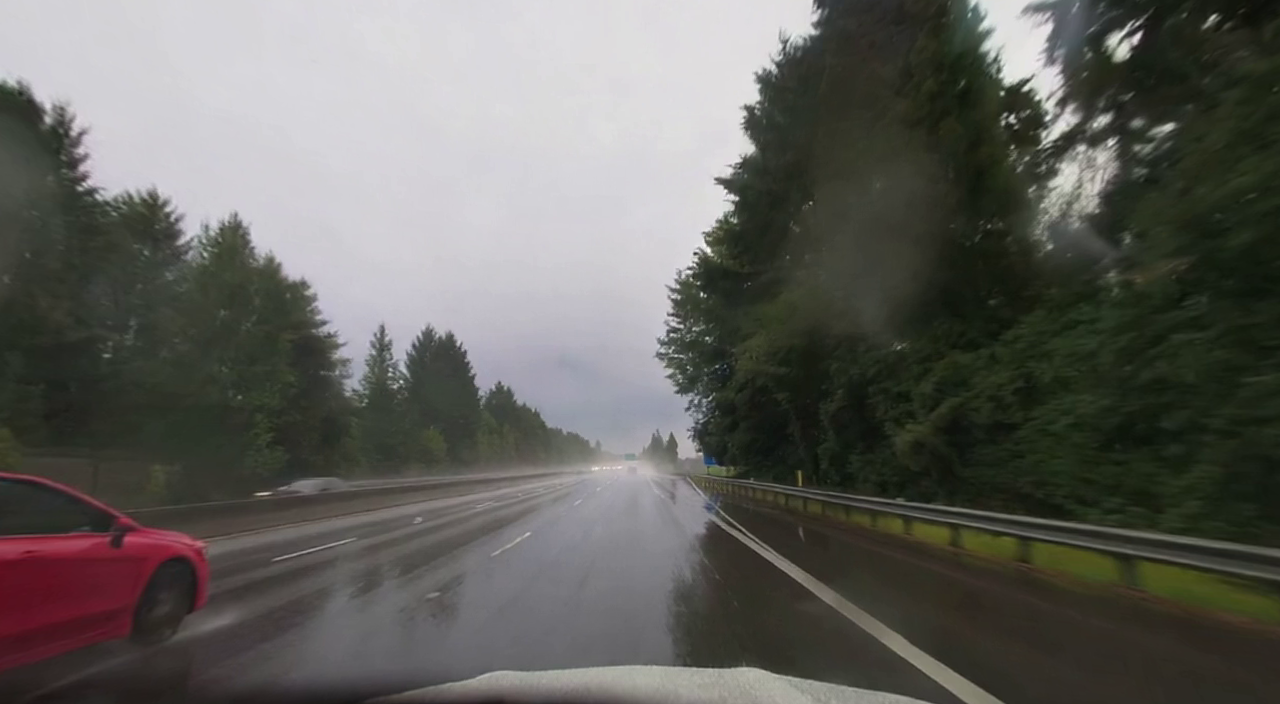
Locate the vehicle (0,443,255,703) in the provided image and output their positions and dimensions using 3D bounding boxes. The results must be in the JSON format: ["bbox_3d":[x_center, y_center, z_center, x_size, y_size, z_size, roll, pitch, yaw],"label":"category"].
[{"bbox_3d":[-4.258,1.105,2.769,2.183,1.435,4.653,1,-10,0],"label":"vehicle"}]
